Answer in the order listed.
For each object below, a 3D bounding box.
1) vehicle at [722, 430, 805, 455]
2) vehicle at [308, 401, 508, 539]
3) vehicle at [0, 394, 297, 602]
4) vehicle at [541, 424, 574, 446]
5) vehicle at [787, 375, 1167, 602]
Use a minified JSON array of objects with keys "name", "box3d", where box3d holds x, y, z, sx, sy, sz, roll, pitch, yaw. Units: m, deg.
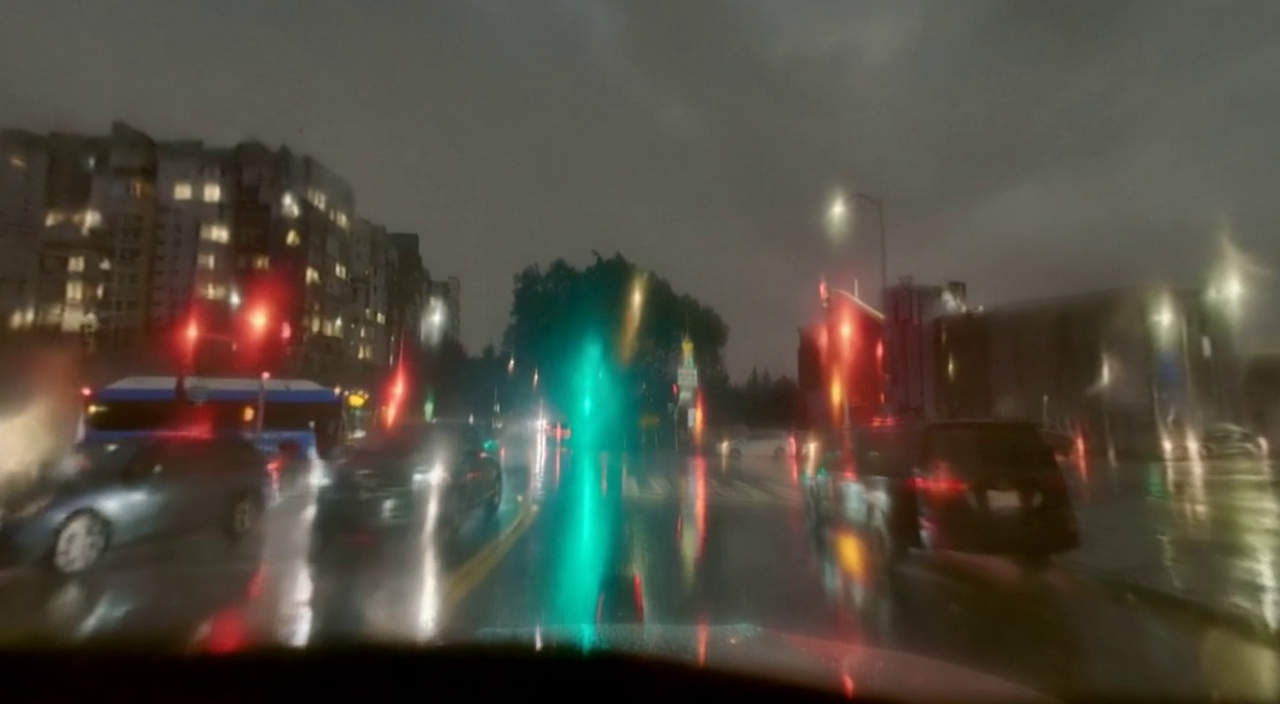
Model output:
[{"name":"vehicle","box3d":[7.103,5.266,36.737,4.451,1.422,1.744,0,-8,0]},{"name":"vehicle","box3d":[-3.610,1.923,10.955,2.148,1.818,4.791,1,-8,-7]},{"name":"vehicle","box3d":[-6.696,1.675,7.894,2.132,1.801,4.885,-3,-8,-1]},{"name":"vehicle","box3d":[-5.951,6.066,45.958,1.799,1.468,3.693,0,-8,1]},{"name":"vehicle","box3d":[3.437,1.503,7.834,2.052,1.929,4.747,0,-8,0]}]
